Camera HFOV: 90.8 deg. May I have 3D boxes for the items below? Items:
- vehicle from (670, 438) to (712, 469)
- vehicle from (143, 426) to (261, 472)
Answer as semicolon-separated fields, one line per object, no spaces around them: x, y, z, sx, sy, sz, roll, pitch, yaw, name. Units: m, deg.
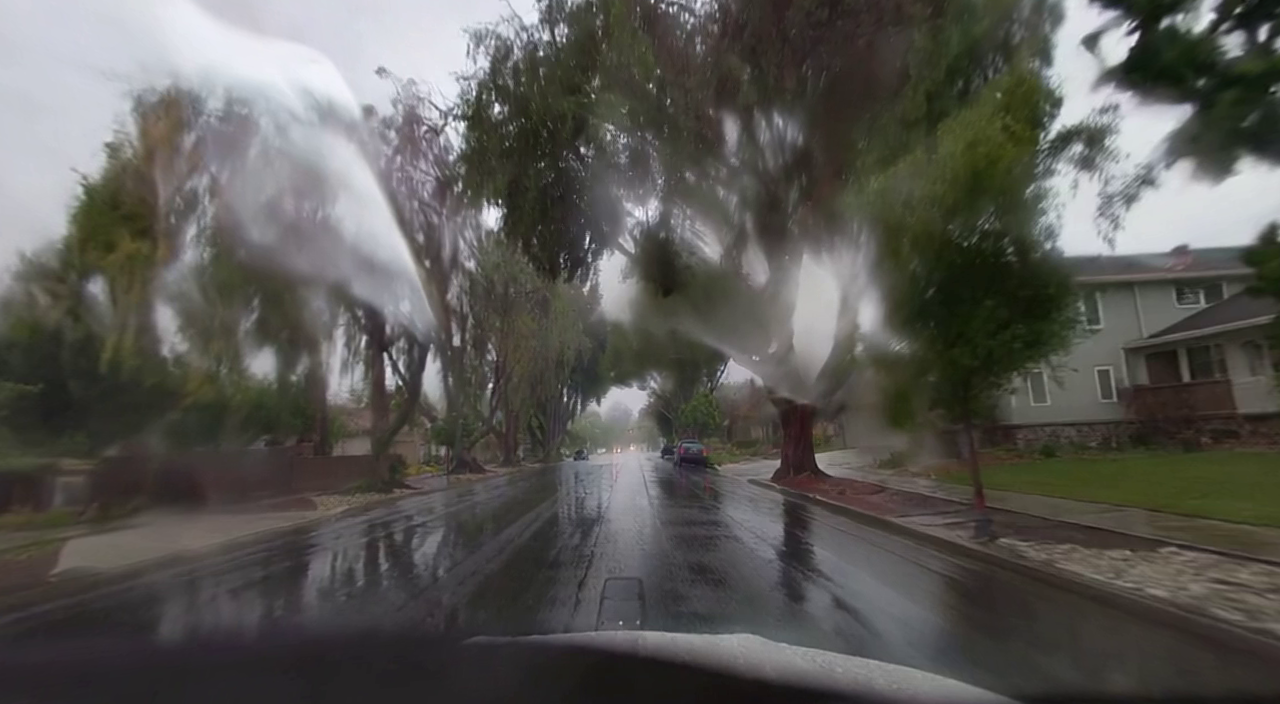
3.055;6.185;38.730;2.055;1.738;4.448;0;-9;-1;vehicle
-29.024;6.593;42.294;2.735;2.720;6.677;-2;-10;3;vehicle
